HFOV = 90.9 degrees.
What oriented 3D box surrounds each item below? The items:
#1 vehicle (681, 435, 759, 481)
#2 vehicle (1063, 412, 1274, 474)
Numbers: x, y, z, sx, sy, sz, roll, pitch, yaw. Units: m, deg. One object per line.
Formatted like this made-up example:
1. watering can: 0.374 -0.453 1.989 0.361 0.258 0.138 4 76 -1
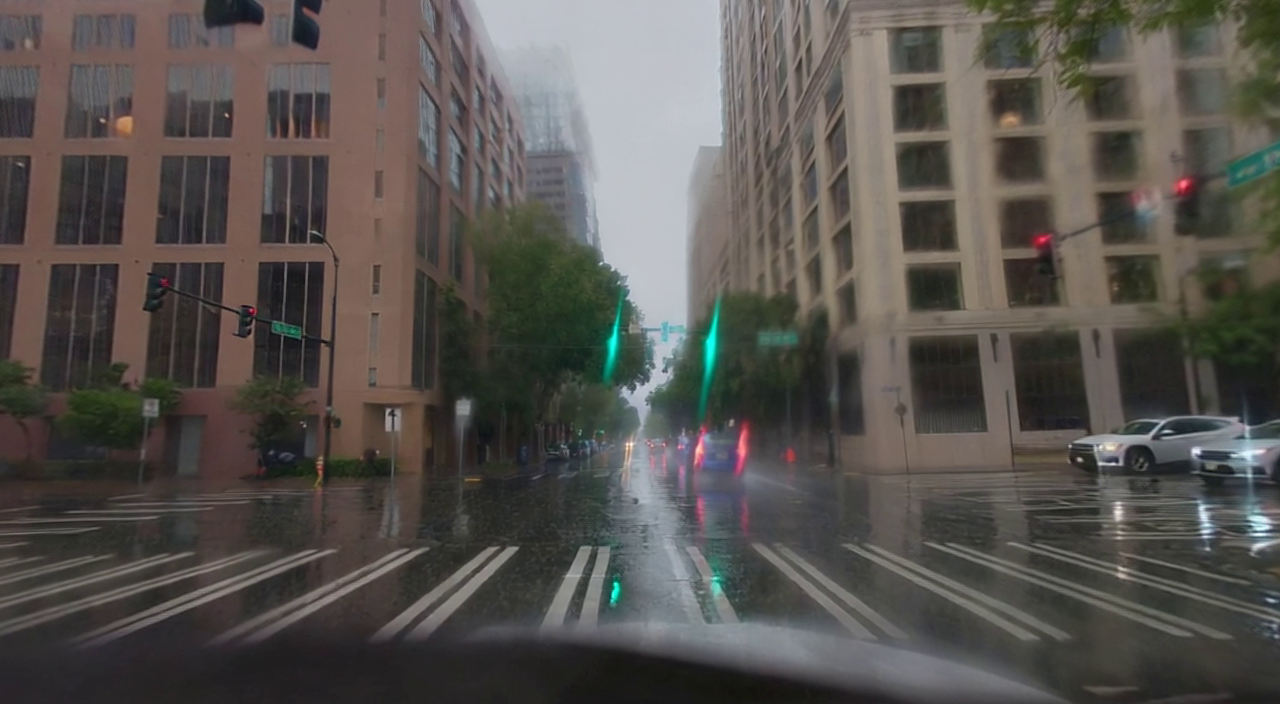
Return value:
1. vehicle: 2.741 3.767 22.747 2.039 1.470 4.355 0 -8 -3
2. vehicle: 16.917 2.944 20.411 4.802 1.860 2.146 0 -8 1
